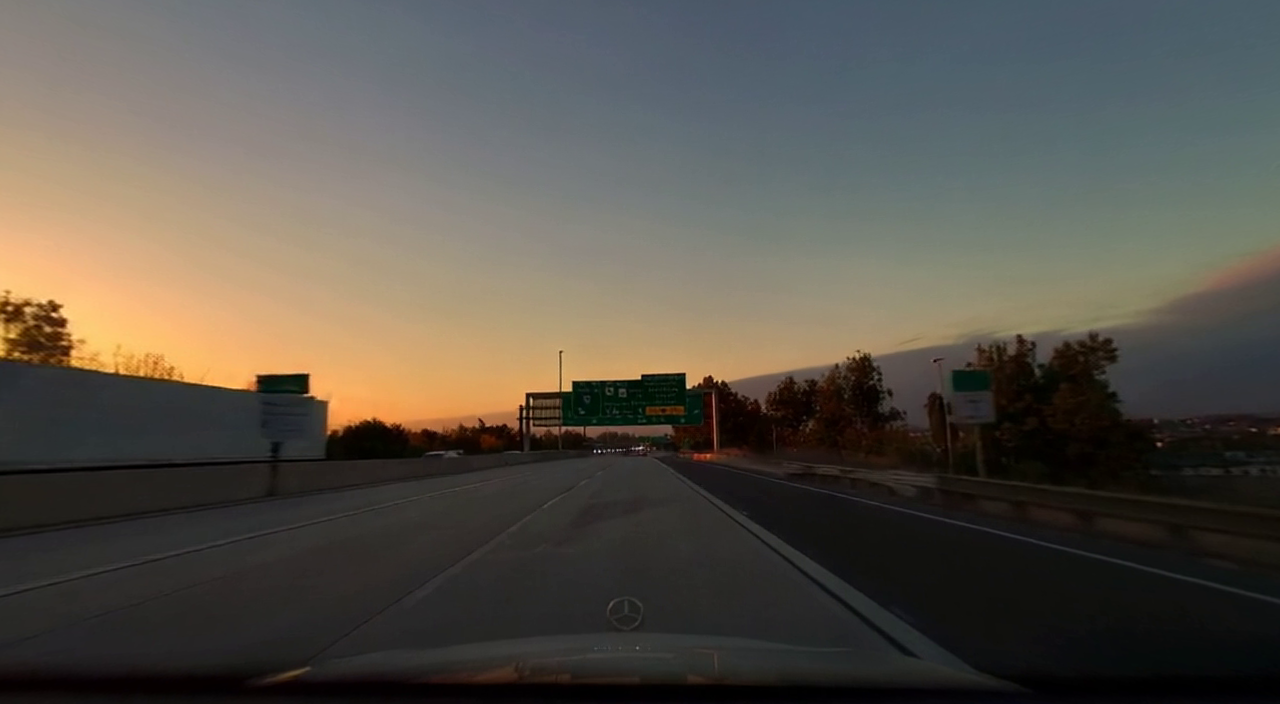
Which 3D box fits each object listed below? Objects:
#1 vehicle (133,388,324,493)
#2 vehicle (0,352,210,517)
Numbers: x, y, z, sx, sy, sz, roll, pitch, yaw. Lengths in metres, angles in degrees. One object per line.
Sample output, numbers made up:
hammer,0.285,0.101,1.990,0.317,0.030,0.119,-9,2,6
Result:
vehicle,-17.274,3.872,27.398,2.824,3.867,7.952,0,-9,0
vehicle,-17.185,2.384,17.756,3.044,3.972,10.003,0,-9,-1
